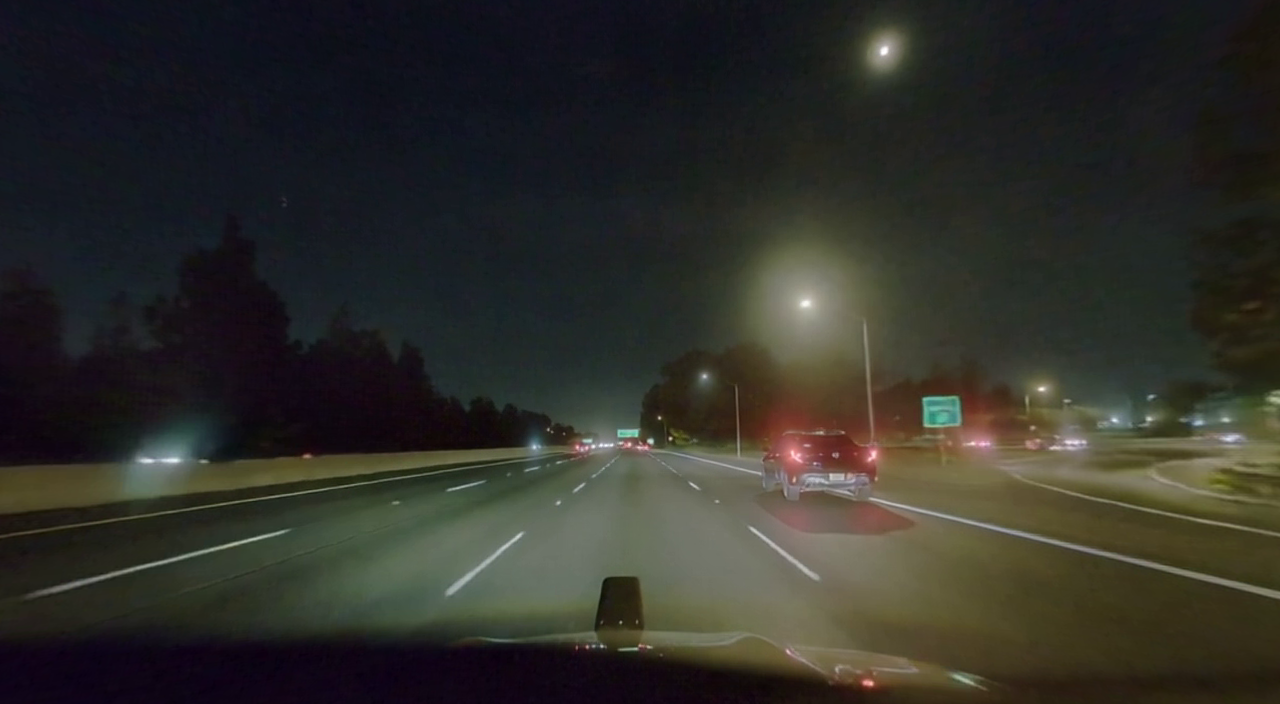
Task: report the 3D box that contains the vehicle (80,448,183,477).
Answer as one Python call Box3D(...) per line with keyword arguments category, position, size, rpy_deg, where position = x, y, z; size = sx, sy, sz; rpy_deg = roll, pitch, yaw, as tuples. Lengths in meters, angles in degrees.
Box3D(category="vehicle", position=(-28.266, 6.135, 35.349), size=(1.856, 1.456, 4.711), rpy_deg=(0, -8, 0))

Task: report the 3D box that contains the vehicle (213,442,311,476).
Box3D(category="vehicle", position=(-17.377, 4.915, 29.310), size=(1.763, 1.449, 4.432), rpy_deg=(0, -8, 0))
